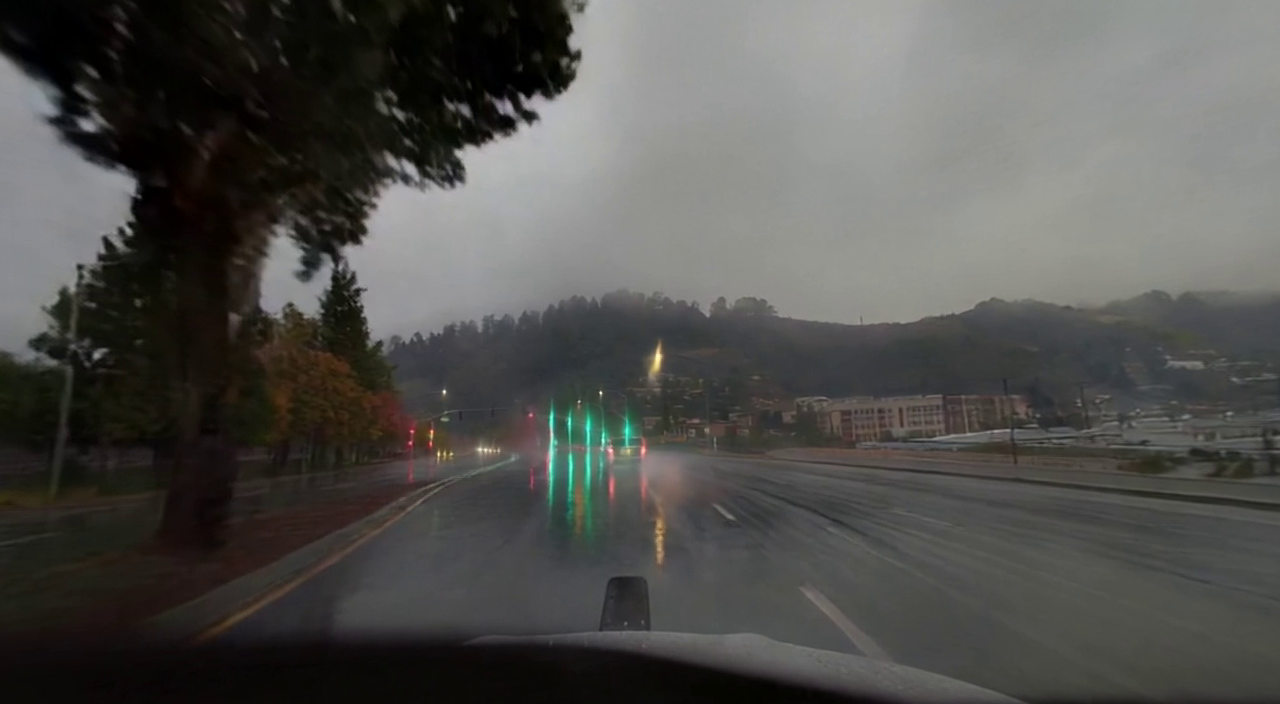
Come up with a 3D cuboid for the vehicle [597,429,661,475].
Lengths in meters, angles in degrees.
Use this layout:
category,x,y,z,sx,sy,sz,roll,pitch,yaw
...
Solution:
category,x,y,z,sx,sy,sz,roll,pitch,yaw
vehicle,-0.560,4.217,26.725,2.253,1.756,4.313,1,-8,-7
